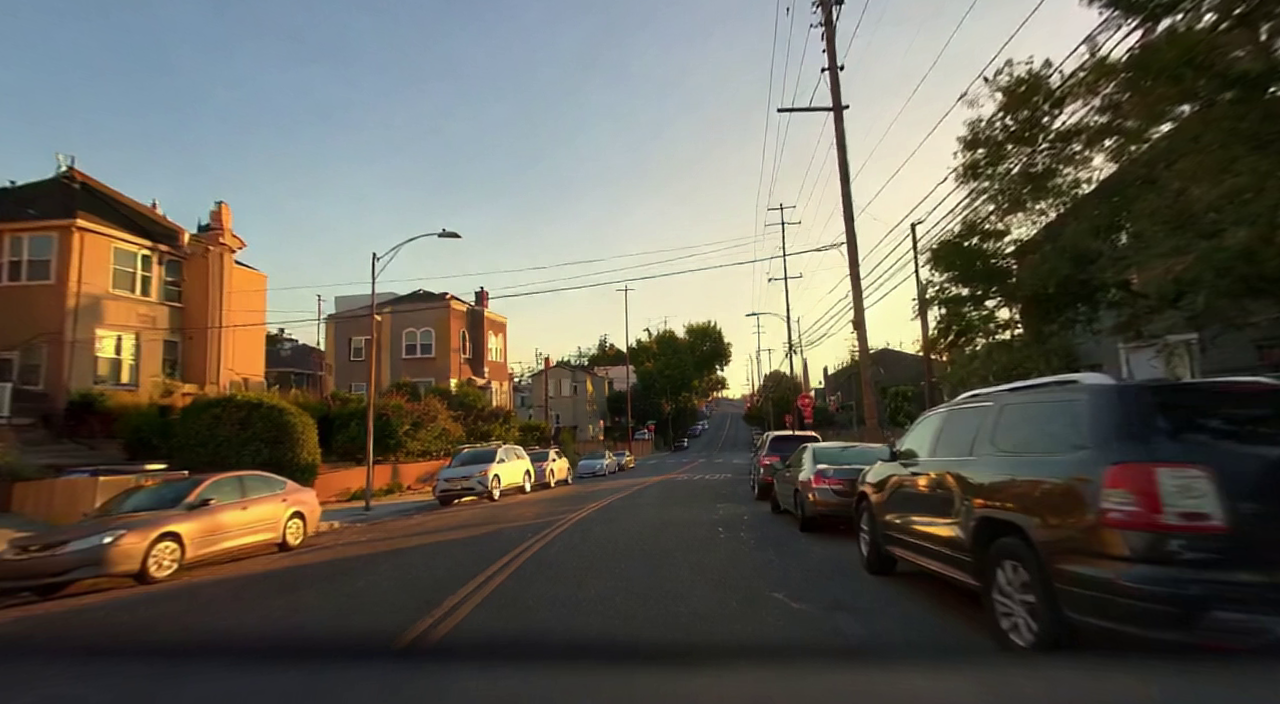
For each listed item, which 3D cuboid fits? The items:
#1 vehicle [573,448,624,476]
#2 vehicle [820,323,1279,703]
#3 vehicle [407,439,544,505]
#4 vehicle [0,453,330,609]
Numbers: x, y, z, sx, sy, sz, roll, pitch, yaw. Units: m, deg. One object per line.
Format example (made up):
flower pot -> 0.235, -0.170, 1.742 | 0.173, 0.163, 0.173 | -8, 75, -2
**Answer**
vehicle -> -2.347, 6.414, 37.040 | 2.098, 1.454, 4.449 | -2, -8, 8
vehicle -> 3.087, 1.127, 4.886 | 2.161, 1.813, 4.910 | -1, -8, 3
vehicle -> -5.385, 4.014, 21.851 | 2.359, 1.947, 5.833 | -2, -8, 9
vehicle -> -7.317, 2.465, 9.812 | 2.086, 1.706, 4.649 | -2, -8, 9
